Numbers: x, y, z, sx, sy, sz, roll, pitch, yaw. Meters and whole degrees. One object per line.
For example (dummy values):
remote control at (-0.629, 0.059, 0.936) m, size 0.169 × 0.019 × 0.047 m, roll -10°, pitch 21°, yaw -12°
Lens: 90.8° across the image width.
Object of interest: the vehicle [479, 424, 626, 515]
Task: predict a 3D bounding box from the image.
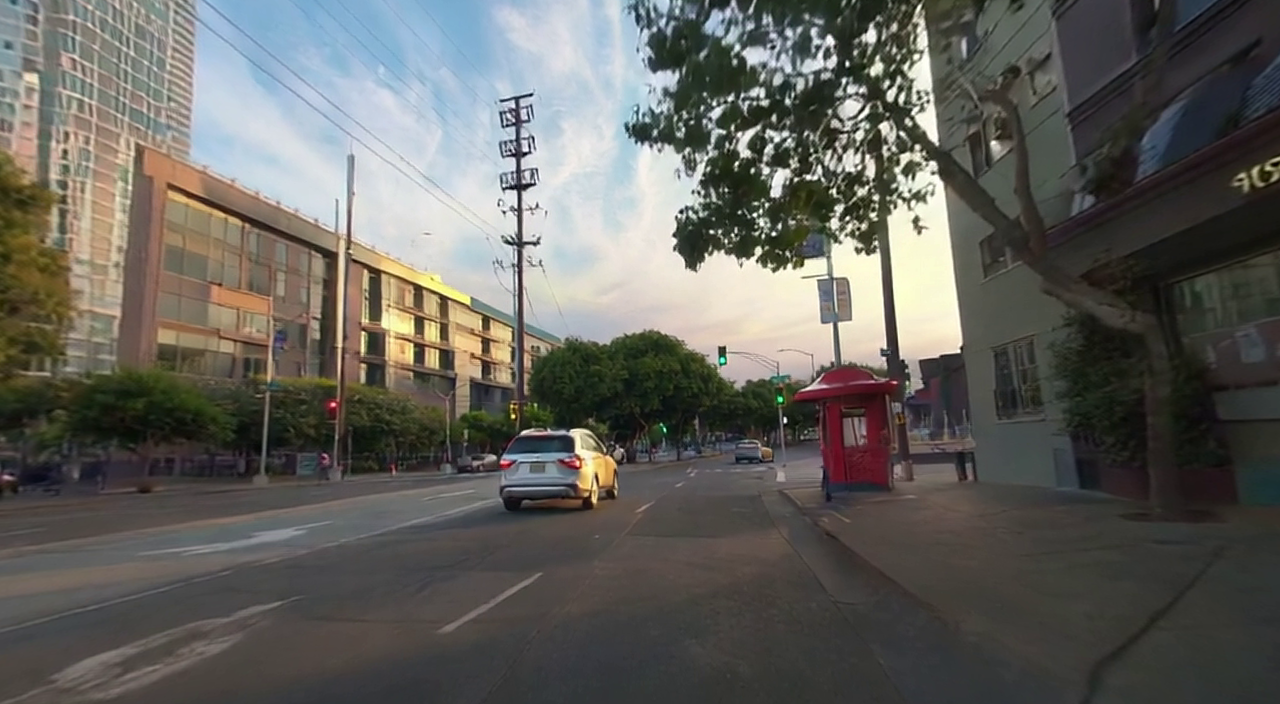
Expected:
vehicle at (-1.766, 2.620, 14.478) m, size 2.101 × 1.721 × 4.364 m, roll -1°, pitch -9°, yaw 9°

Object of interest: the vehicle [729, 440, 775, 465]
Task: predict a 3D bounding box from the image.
vehicle at (7.122, 6.307, 39.765) m, size 2.006 × 1.470 × 4.099 m, roll -4°, pitch -9°, yaw 22°
